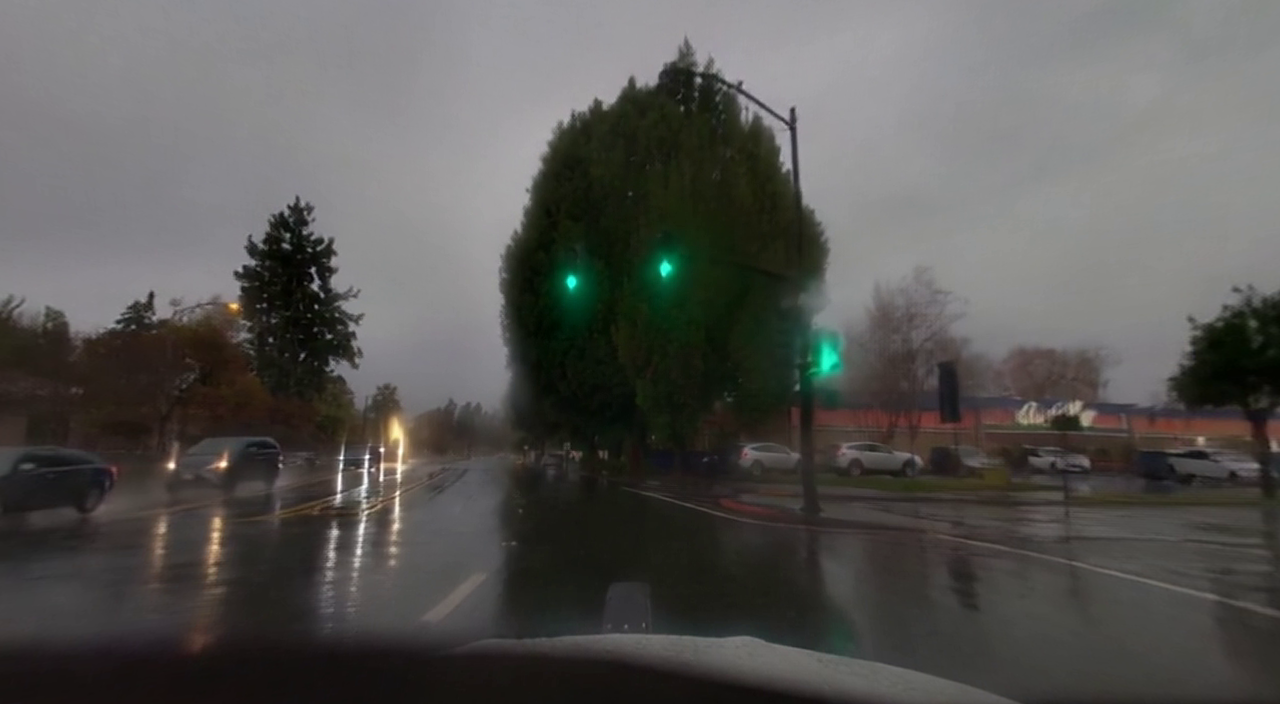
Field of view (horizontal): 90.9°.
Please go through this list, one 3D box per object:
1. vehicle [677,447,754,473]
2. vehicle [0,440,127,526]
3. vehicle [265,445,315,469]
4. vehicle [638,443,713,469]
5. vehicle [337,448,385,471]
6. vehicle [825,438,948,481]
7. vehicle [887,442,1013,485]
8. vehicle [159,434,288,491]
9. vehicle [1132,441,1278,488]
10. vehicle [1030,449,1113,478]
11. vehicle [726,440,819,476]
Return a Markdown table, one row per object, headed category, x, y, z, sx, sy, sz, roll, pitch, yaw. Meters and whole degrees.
| category | x | y | z | sx | sy | sz | roll | pitch | yaw |
| --- | --- | --- | --- | --- | --- | --- | --- | --- | --- |
| vehicle | 4.586 | 6.494 | 38.179 | 4.257 | 1.474 | 1.751 | 3 | -9 | -20 |
| vehicle | -12.392 | 2.440 | 11.932 | 1.961 | 1.492 | 4.702 | 1 | -9 | -9 |
| vehicle | -27.398 | 8.232 | 49.534 | 1.882 | 1.706 | 4.938 | 0 | -9 | -10 |
| vehicle | 2.468 | 7.246 | 44.107 | 4.843 | 1.748 | 1.985 | 2 | -9 | -16 |
| vehicle | -18.749 | 7.195 | 42.498 | 1.951 | 1.436 | 4.624 | 2 | -9 | -11 |
| vehicle | 11.503 | 4.962 | 29.401 | 5.314 | 1.829 | 2.018 | 3 | -9 | -23 |
| vehicle | 13.023 | 4.646 | 26.580 | 4.375 | 1.685 | 2.045 | 2 | -9 | -14 |
| vehicle | -14.831 | 3.937 | 22.892 | 2.049 | 1.817 | 5.292 | 2 | -9 | -12 |
| vehicle | 22.058 | 4.368 | 24.653 | 4.530 | 1.696 | 1.979 | 2 | -9 | -15 |
| vehicle | 23.387 | 6.007 | 34.168 | 4.324 | 1.437 | 1.865 | 5 | -10 | -29 |
| vehicle | 6.986 | 5.542 | 33.166 | 4.669 | 1.770 | 1.896 | 5 | -10 | -30 |
